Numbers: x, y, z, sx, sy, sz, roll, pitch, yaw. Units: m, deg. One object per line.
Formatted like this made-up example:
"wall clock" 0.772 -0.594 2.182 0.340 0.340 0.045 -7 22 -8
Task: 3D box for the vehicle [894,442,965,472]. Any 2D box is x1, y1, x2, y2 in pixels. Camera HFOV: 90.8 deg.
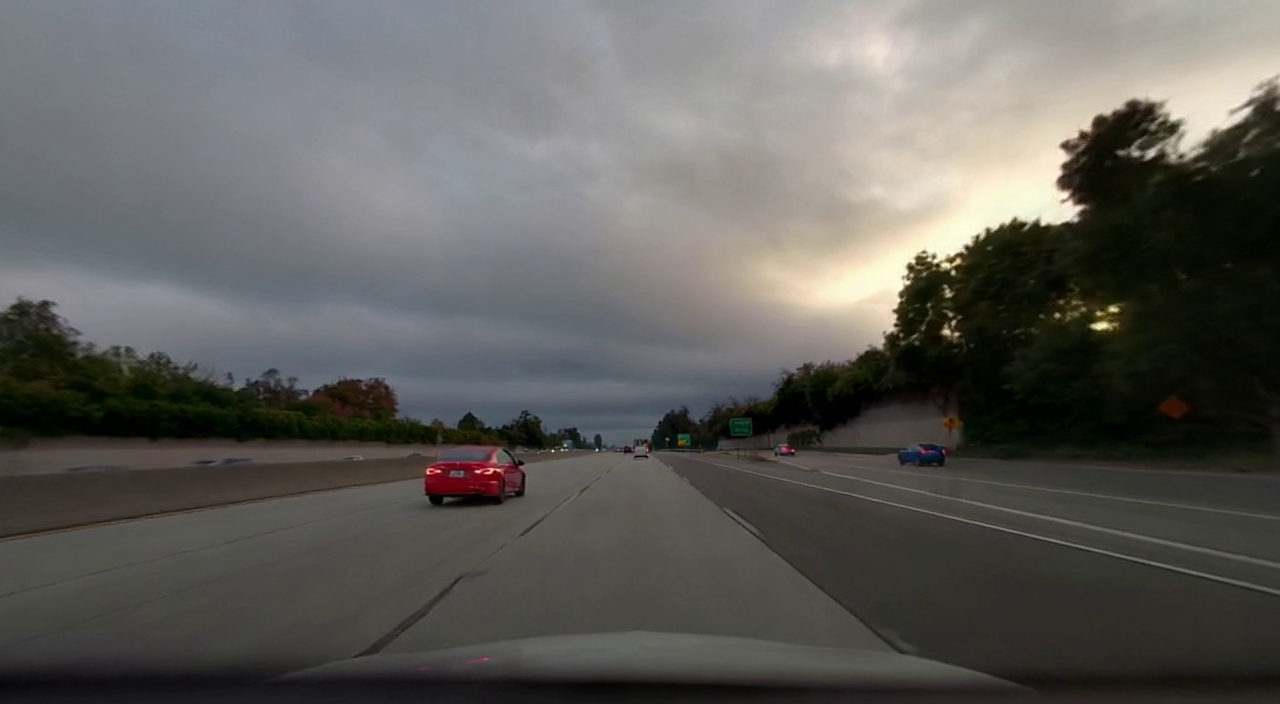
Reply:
"vehicle" 15.154 5.500 33.250 1.805 1.427 4.447 -1 -9 3

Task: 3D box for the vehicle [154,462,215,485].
"vehicle" -30.767 8.212 42.739 1.655 1.409 3.416 0 -9 -2

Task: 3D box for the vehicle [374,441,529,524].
"vehicle" -3.770 2.675 13.554 1.873 1.438 4.546 -1 -9 1

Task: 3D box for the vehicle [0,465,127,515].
"vehicle" -19.888 4.592 21.315 1.701 1.412 3.968 0 -9 0
